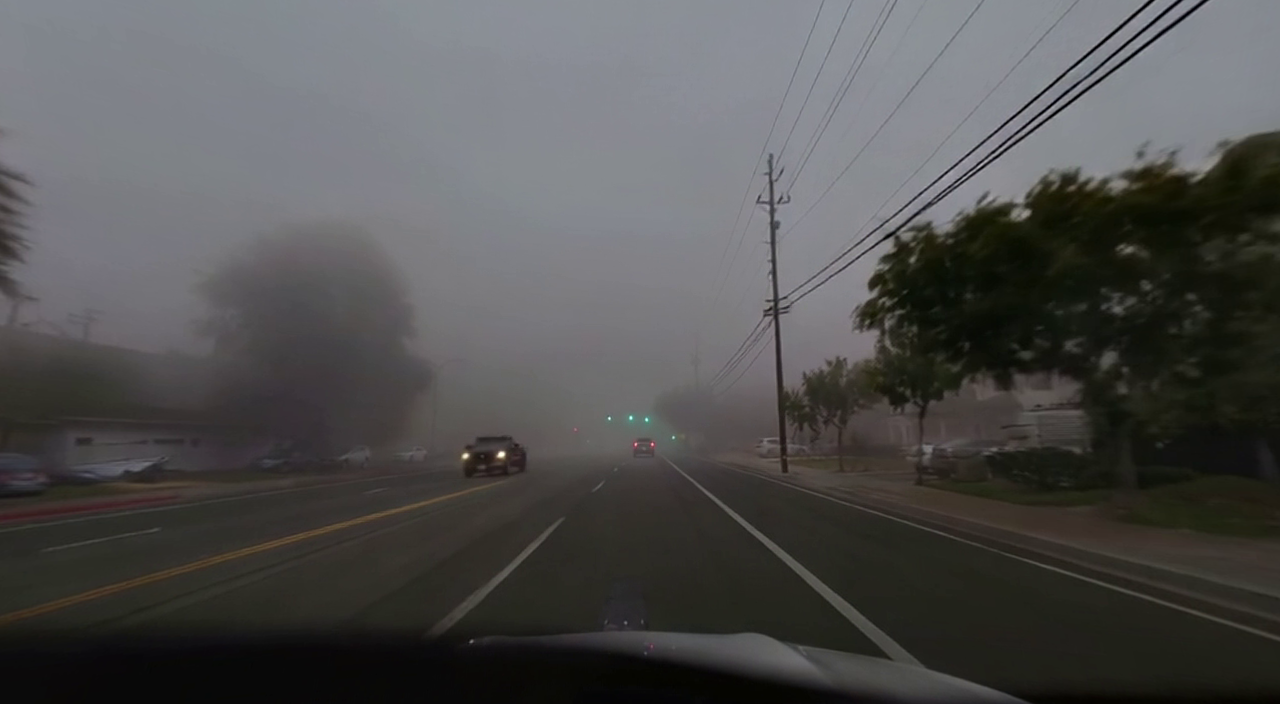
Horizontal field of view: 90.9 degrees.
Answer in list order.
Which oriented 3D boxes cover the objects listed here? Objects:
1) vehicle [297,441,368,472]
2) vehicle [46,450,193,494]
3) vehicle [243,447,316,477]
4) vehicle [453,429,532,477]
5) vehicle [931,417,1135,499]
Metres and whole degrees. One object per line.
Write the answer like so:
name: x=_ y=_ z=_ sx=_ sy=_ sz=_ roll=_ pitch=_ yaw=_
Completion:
vehicle: x=-20.218 y=6.891 z=41.692 sx=2.047 sy=1.898 sz=5.032 roll=0 pitch=-8 yaw=1
vehicle: x=-20.496 y=4.708 z=25.137 sx=1.812 sy=1.501 sz=4.632 roll=0 pitch=-8 yaw=1
vehicle: x=-20.176 y=6.159 z=35.472 sx=1.764 sy=1.570 sz=3.910 roll=0 pitch=-8 yaw=0
vehicle: x=-6.429 y=4.463 z=28.095 sx=2.273 sy=1.952 sz=4.599 roll=0 pitch=-8 yaw=2
vehicle: x=11.284 y=3.096 z=18.756 sx=2.392 sy=2.063 sz=5.213 roll=1 pitch=-8 yaw=-5
